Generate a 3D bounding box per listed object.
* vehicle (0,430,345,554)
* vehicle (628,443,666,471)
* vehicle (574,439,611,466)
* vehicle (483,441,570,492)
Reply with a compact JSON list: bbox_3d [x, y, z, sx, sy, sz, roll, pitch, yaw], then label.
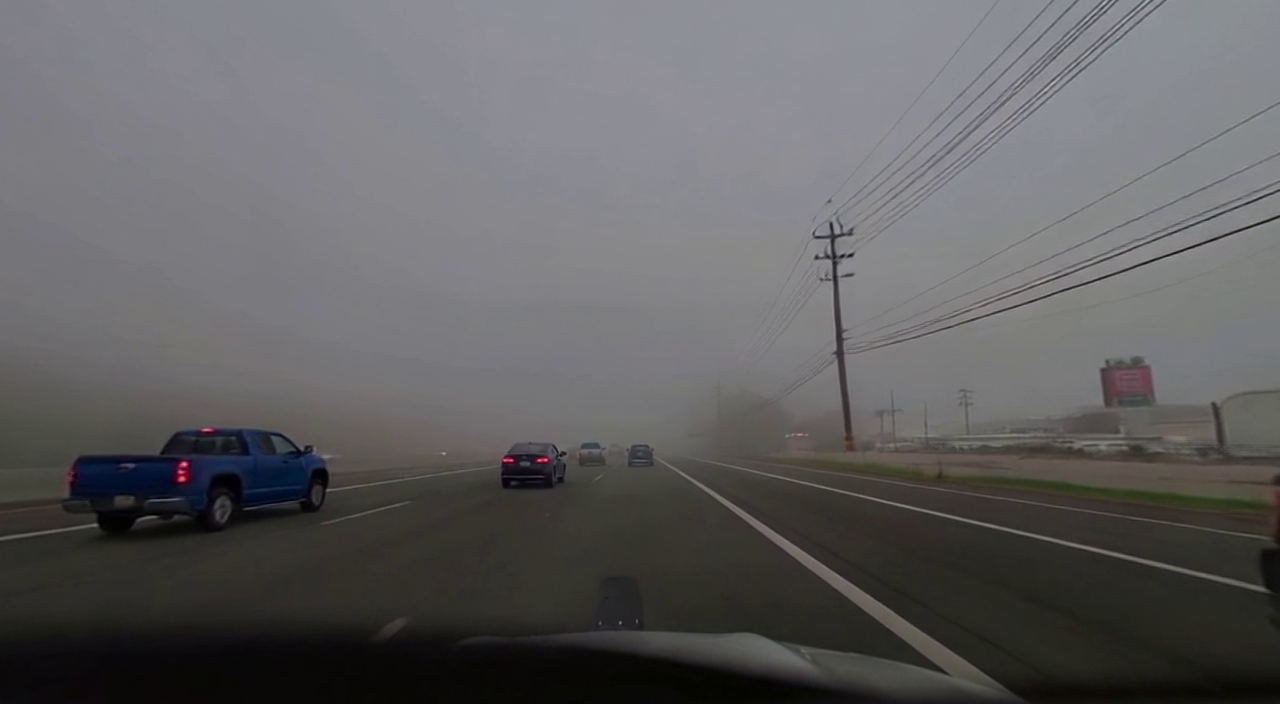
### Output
[{"bbox_3d":[-6.864,2.068,10.135,1.959,1.496,4.740,0,-8,0],"label":"vehicle"},{"bbox_3d":[0.386,5.862,35.367,2.030,1.471,4.115,0,-8,1],"label":"vehicle"},{"bbox_3d":[-3.249,6.988,44.054,2.244,1.752,4.439,0,-8,1],"label":"vehicle"},{"bbox_3d":[-3.488,3.603,20.218,1.938,1.444,4.206,0,-8,1],"label":"vehicle"}]
